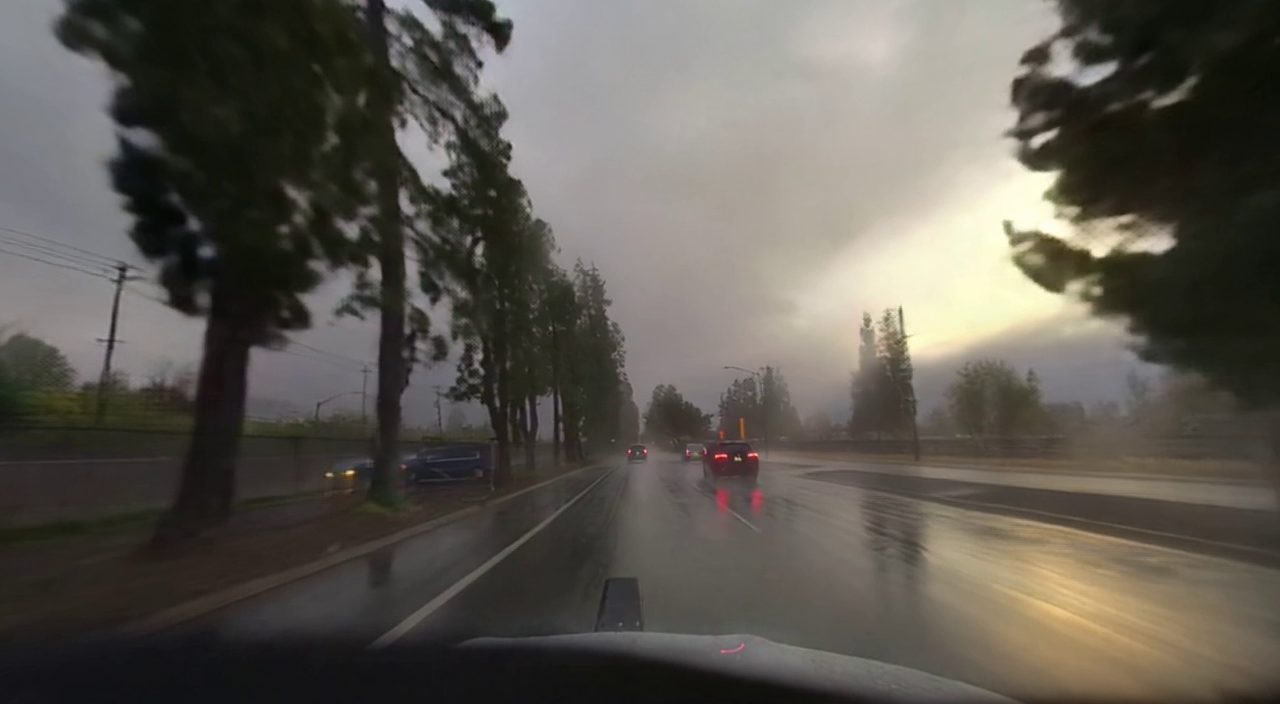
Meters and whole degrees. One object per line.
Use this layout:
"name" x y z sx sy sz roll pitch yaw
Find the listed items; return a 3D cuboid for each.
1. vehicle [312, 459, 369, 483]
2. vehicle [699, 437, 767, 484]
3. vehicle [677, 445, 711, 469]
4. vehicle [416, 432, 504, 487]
"vehicle" -22.021 8.769 46.707 2.005 1.567 4.461 0 -8 0
"vehicle" 3.881 4.636 27.228 2.112 1.825 4.574 0 -9 -2
"vehicle" 3.816 7.533 45.518 2.012 1.653 4.115 0 -9 -1
"vehicle" -8.935 5.345 31.576 3.613 2.628 2.227 0 -9 2
